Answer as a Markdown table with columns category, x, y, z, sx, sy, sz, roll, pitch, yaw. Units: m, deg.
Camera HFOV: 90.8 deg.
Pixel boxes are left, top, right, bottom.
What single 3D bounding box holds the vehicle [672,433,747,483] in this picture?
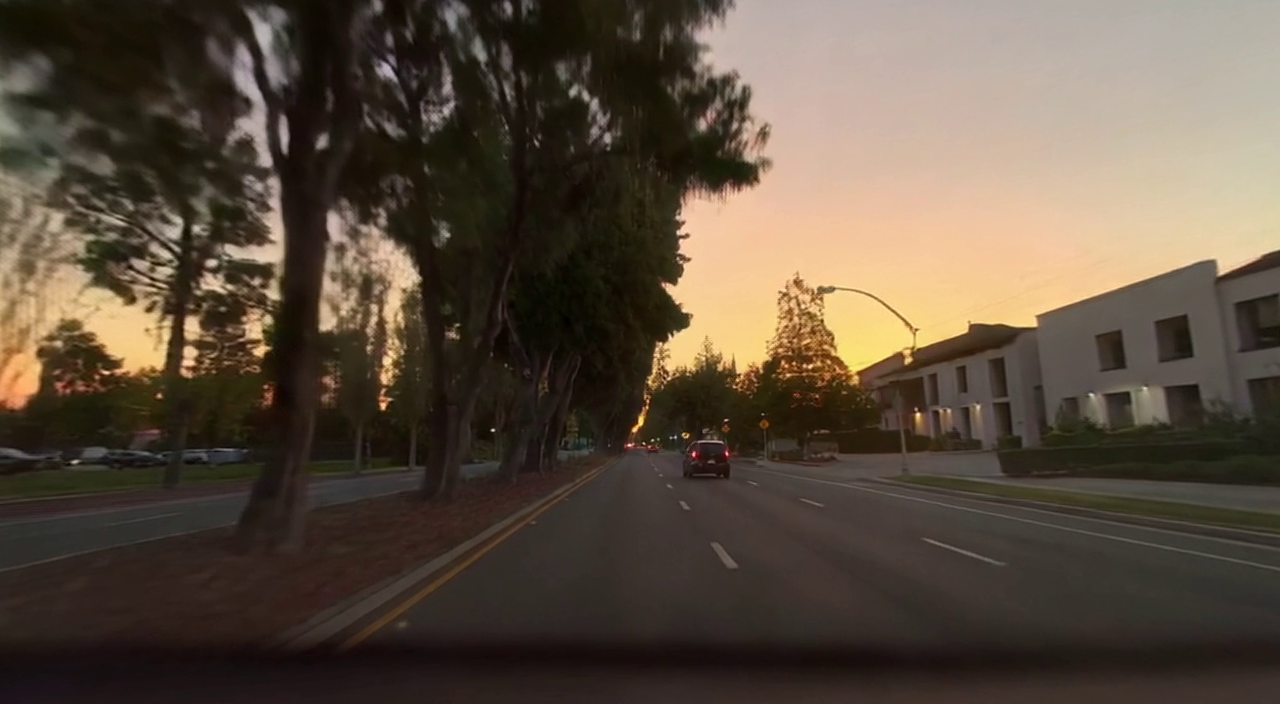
| category | x | y | z | sx | sy | sz | roll | pitch | yaw |
| --- | --- | --- | --- | --- | --- | --- | --- | --- | --- |
| vehicle | 2.548 | 4.066 | 24.522 | 2.240 | 1.740 | 4.605 | 0 | -8 | -2 |
